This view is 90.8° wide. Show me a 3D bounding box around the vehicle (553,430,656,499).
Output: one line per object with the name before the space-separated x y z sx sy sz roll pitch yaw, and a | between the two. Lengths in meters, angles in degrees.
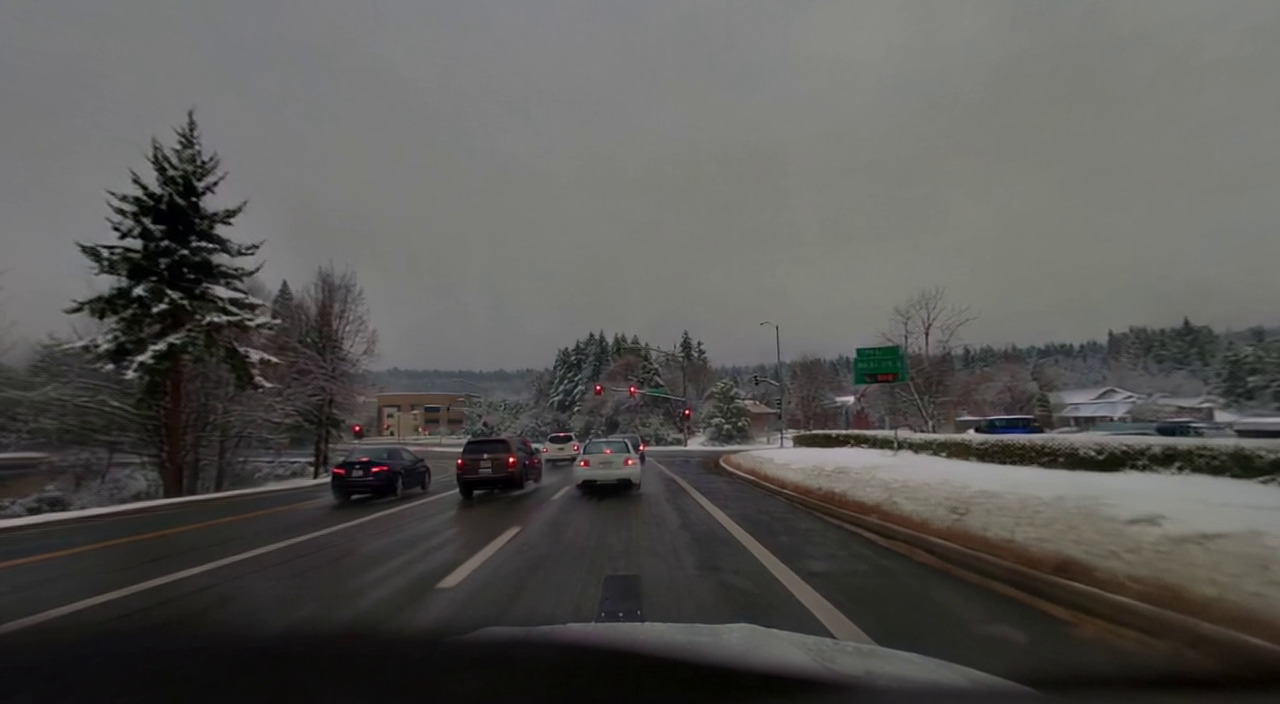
vehicle | -0.789 2.776 15.971 2.231 1.481 4.489 0 -9 0

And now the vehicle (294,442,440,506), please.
vehicle | -7.021 3.156 16.844 1.852 1.458 4.422 0 -9 1

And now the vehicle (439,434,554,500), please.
vehicle | -3.561 2.953 16.635 1.920 1.480 4.549 0 -9 1

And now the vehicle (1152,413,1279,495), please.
vehicle | 14.687 2.373 14.881 4.350 1.675 2.245 4 -9 -25
